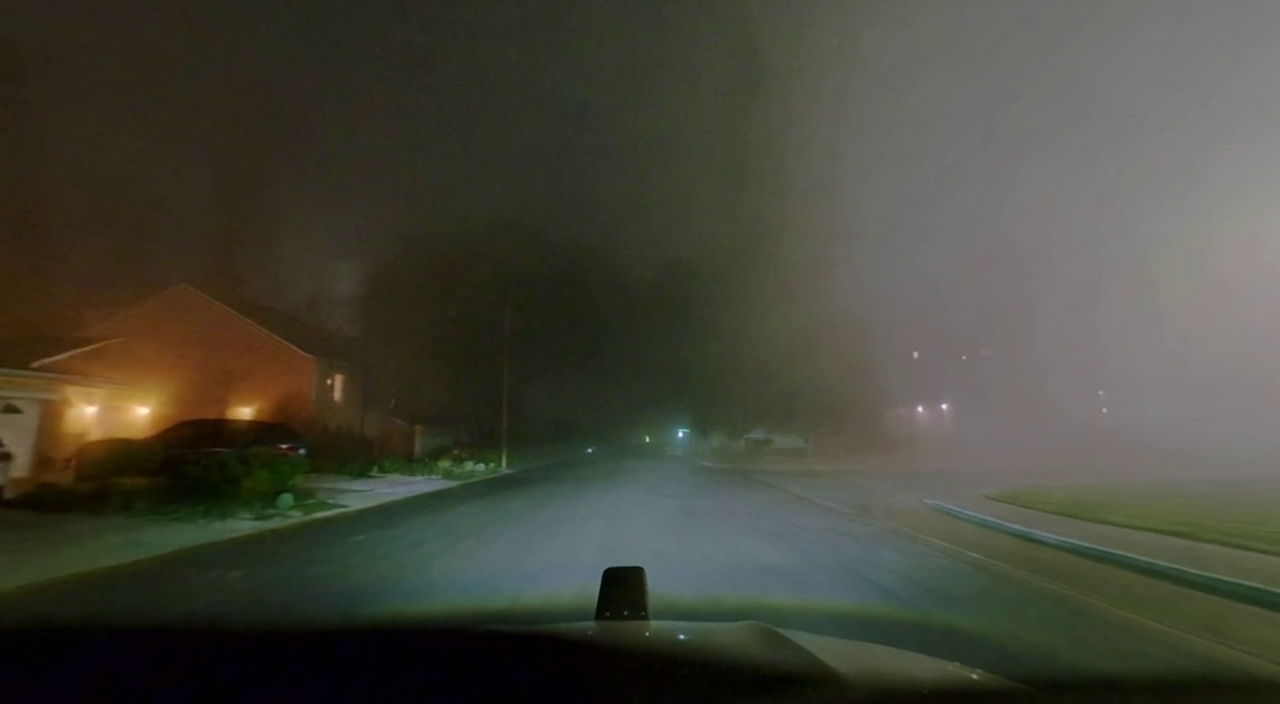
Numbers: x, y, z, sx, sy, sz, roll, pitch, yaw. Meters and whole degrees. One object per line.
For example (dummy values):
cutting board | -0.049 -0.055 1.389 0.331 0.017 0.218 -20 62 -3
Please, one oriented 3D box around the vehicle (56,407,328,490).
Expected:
vehicle | -13.009 2.875 18.790 5.946 2.048 2.595 3 -8 -3

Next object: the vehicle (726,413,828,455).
vehicle | 10.697 6.462 49.611 7.362 3.227 2.674 0 -8 -2

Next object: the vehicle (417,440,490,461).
vehicle | -13.816 7.322 46.899 4.764 1.514 1.912 0 -8 -1
